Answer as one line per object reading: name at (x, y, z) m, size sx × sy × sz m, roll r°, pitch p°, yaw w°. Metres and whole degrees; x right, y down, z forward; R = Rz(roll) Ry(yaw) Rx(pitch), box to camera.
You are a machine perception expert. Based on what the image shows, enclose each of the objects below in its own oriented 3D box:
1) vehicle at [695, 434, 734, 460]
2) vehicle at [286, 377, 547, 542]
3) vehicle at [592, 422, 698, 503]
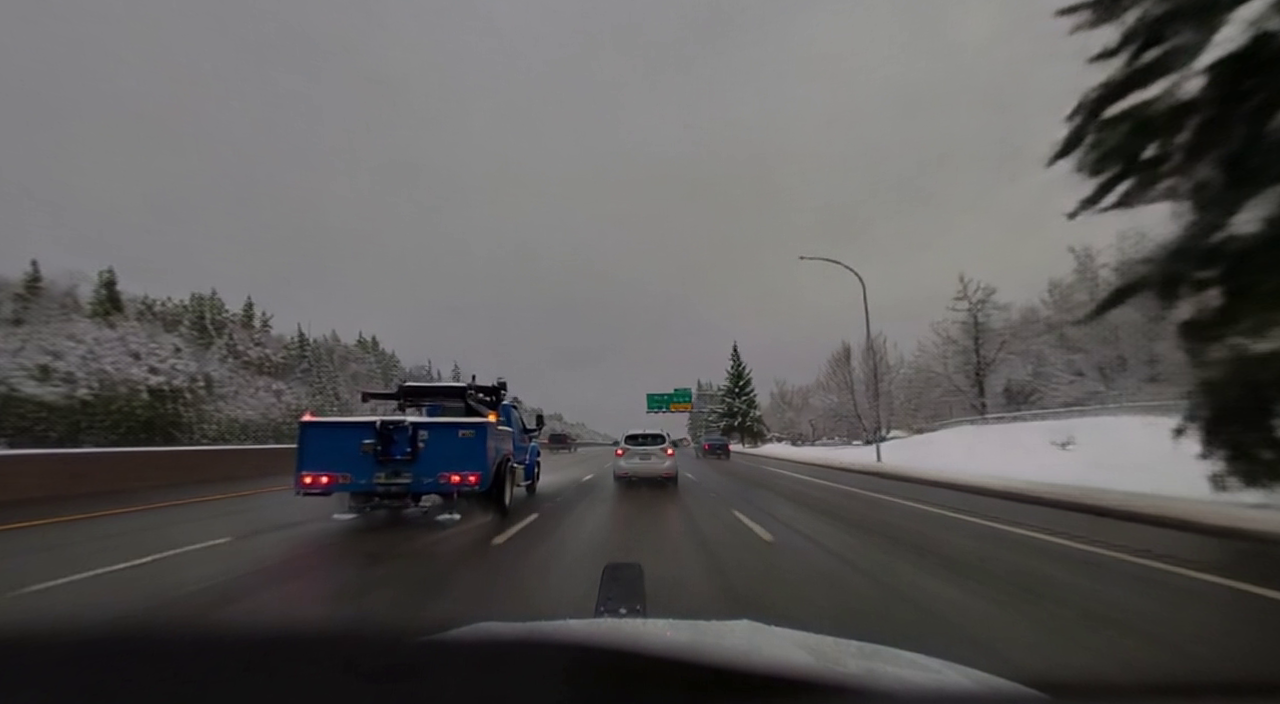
vehicle at (4.945, 6.359, 42.251) m, size 2.079 × 1.656 × 4.506 m, roll 0°, pitch -8°, yaw 0°
vehicle at (-3.344, 1.806, 11.087) m, size 2.526 × 2.146 × 5.594 m, roll 0°, pitch -8°, yaw 0°
vehicle at (0.119, 2.605, 15.207) m, size 2.165 × 1.653 × 4.456 m, roll 0°, pitch -8°, yaw 0°
